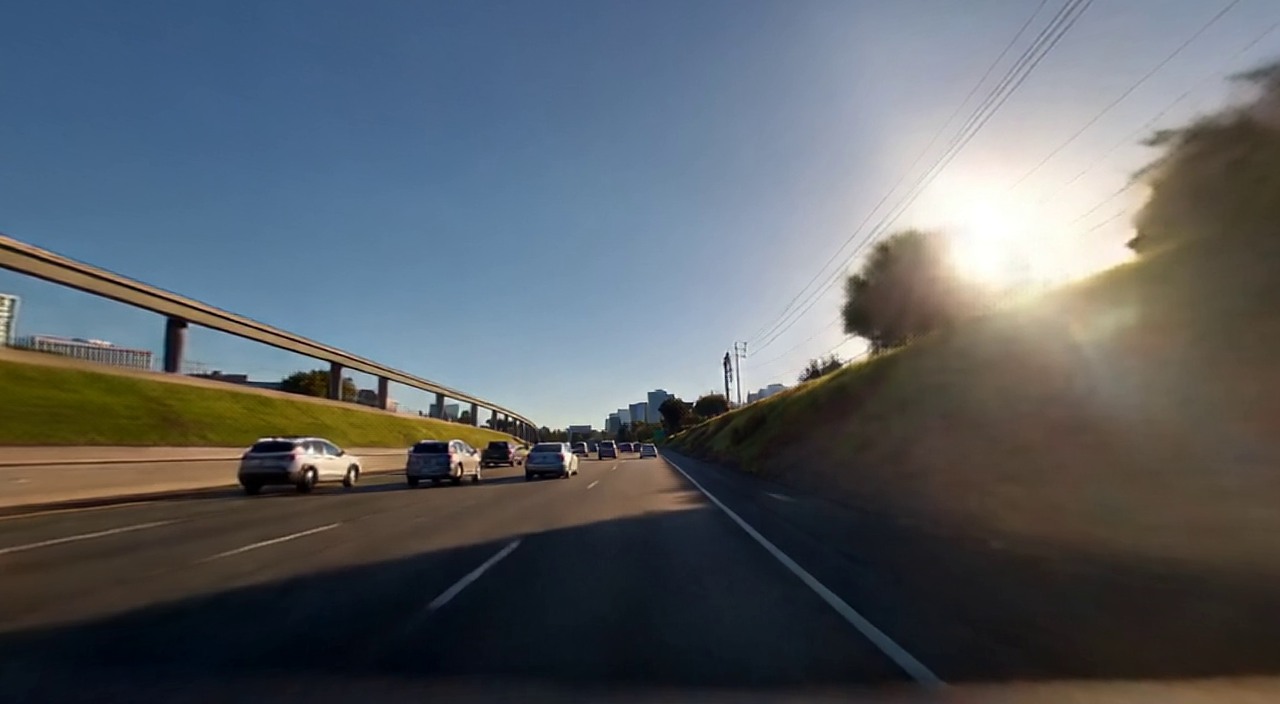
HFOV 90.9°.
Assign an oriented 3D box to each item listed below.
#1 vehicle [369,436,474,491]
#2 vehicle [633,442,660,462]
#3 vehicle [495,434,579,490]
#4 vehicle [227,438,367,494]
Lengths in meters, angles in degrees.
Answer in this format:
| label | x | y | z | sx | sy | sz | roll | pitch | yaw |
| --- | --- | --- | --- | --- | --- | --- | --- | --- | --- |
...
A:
| label | x | y | z | sx | sy | sz | roll | pitch | yaw |
| --- | --- | --- | --- | --- | --- | --- | --- | --- | --- |
| vehicle | -7.239 | 3.715 | 21.410 | 1.959 | 1.652 | 4.170 | 0 | -8 | 2 |
| vehicle | 0.483 | 7.833 | 49.543 | 2.074 | 1.465 | 3.977 | 0 | -8 | 0 |
| vehicle | -3.433 | 3.757 | 21.980 | 2.052 | 1.731 | 4.372 | 0 | -8 | 2 |
| vehicle | -11.154 | 3.702 | 20.972 | 1.951 | 1.628 | 4.617 | 0 | -8 | 1 |
